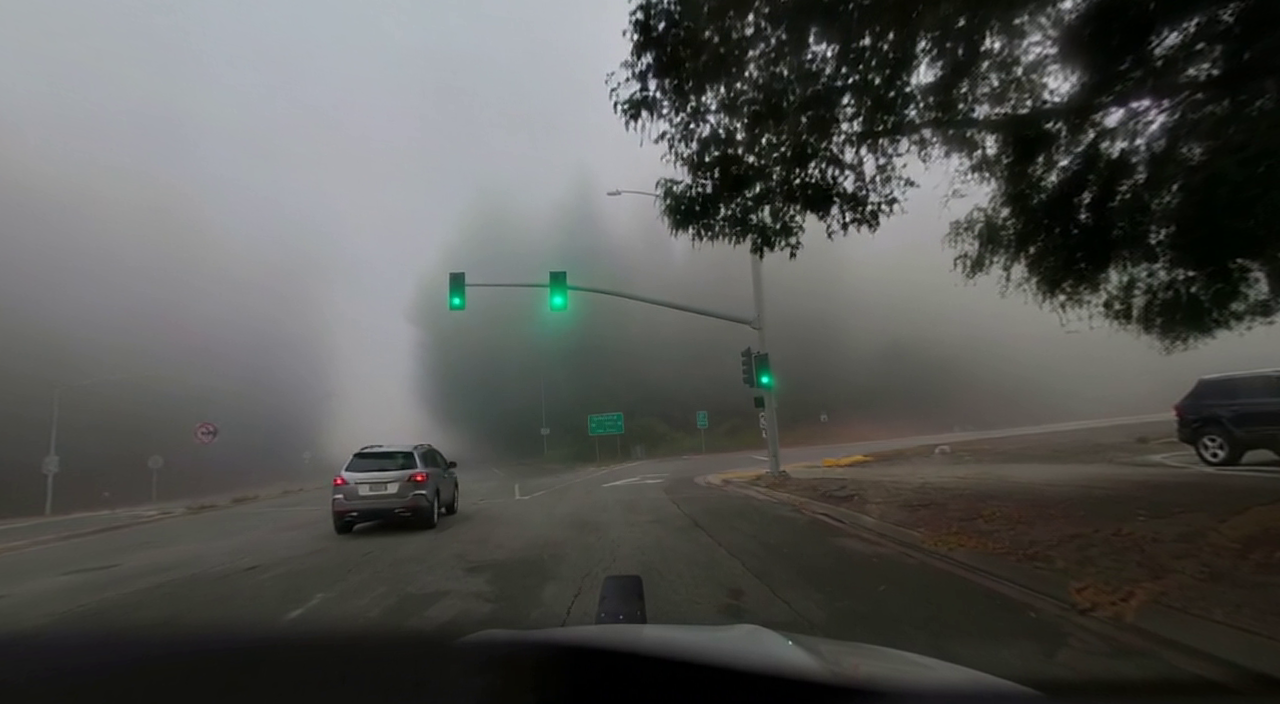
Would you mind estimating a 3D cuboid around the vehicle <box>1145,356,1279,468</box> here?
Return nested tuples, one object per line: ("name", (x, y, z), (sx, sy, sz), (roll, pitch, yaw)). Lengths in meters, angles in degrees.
("vehicle", (10.607, 0.916, 9.933), (1.855, 1.669, 4.529), (-5, -9, 6))

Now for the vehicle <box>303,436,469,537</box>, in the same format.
("vehicle", (-4.992, 2.666, 13.236), (2.134, 1.707, 4.471), (1, -9, -8))
